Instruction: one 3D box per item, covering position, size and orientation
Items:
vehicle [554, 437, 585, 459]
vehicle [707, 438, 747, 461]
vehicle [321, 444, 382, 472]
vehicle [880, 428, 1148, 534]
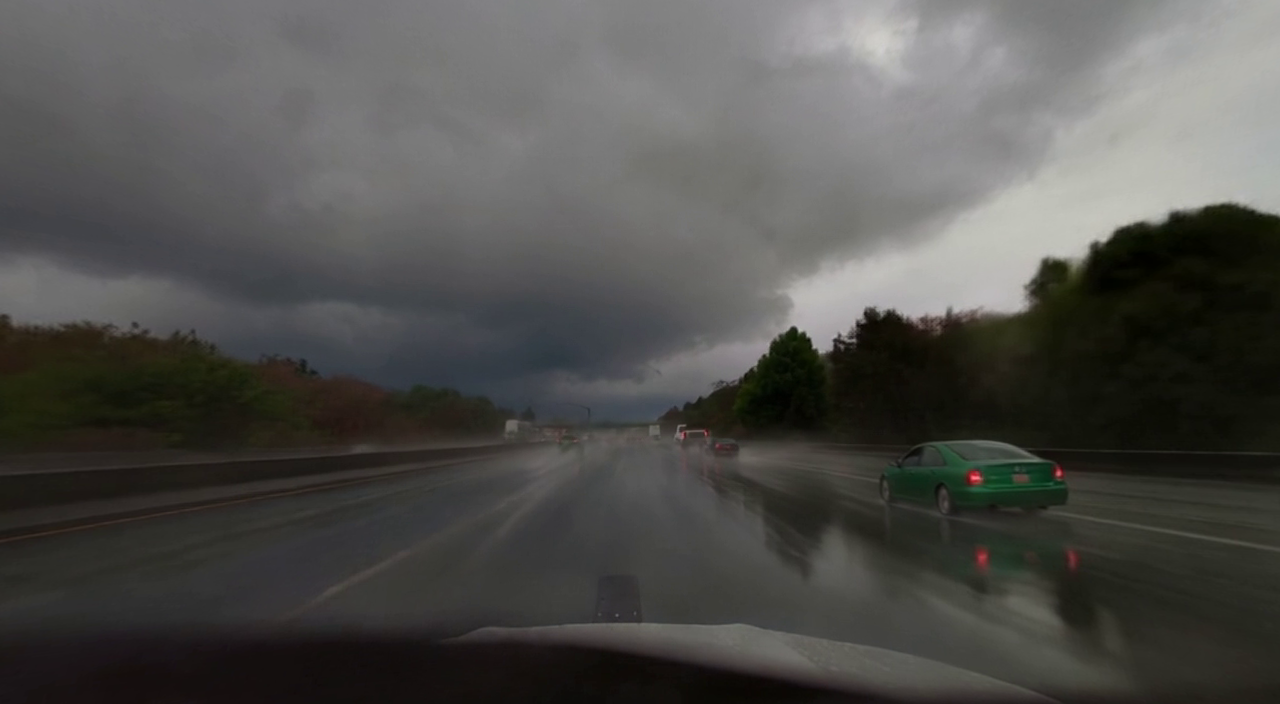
[{"bbox_3d":[-5.263,7.164,47.376,1.966,1.570,3.859,0,-8,-1],"label":"vehicle"},{"bbox_3d":[5.660,6.391,41.509,1.920,1.436,3.890,0,-8,-2],"label":"vehicle"},{"bbox_3d":[-16.204,5.939,35.538,1.729,1.424,3.547,0,-8,0],"label":"vehicle"},{"bbox_3d":[6.142,2.124,11.122,2.028,1.488,4.236,0,-8,-2],"label":"vehicle"}]
